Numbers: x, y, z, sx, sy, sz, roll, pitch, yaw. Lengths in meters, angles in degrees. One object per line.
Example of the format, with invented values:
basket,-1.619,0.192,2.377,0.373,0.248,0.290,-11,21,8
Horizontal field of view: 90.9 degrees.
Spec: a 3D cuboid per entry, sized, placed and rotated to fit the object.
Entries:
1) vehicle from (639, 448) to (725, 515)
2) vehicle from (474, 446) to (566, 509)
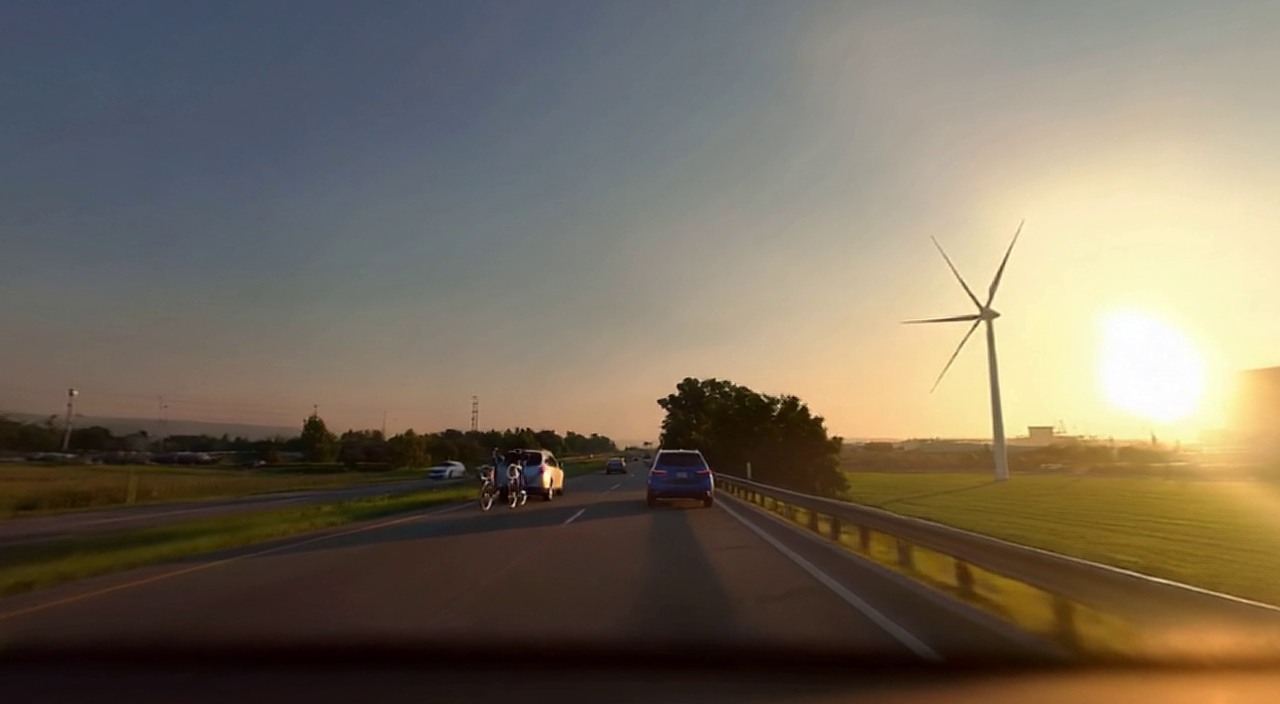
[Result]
vehicle,1.034,3.439,17.243,2.063,1.582,3.955,0,-9,0
vehicle,-3.530,3.770,19.317,1.962,1.681,4.033,0,-9,1
